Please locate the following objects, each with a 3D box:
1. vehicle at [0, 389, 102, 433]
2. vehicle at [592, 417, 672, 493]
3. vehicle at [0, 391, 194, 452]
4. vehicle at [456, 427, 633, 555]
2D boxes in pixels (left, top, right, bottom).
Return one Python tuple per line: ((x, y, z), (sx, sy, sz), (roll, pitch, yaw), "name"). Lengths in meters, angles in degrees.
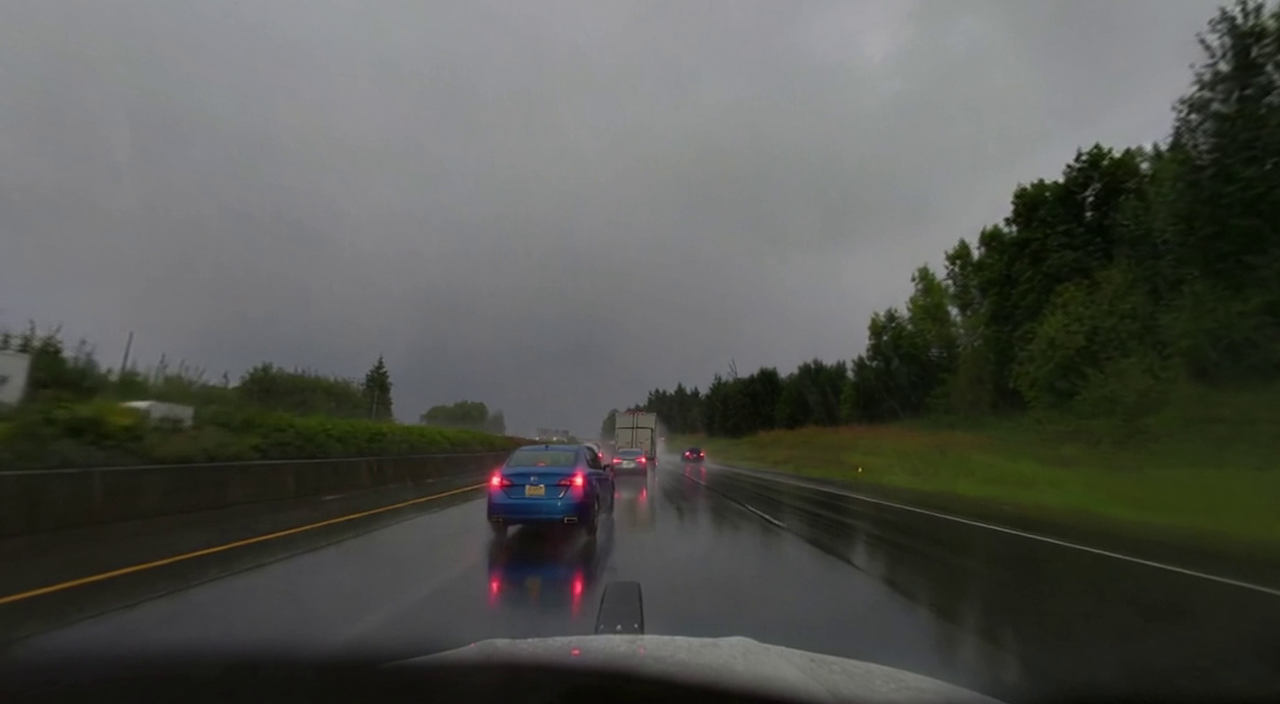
((-24.526, 2.459, 25.469), (1.877, 1.545, 4.125), (0, -9, -3), "vehicle")
((-0.250, 3.482, 21.391), (2.389, 2.257, 4.545), (0, -9, 0), "vehicle")
((-24.620, 3.276, 28.069), (2.936, 2.251, 9.653), (0, -9, -4), "vehicle")
((-1.227, 2.050, 9.845), (2.038, 1.582, 3.729), (-1, -9, 2), "vehicle")
